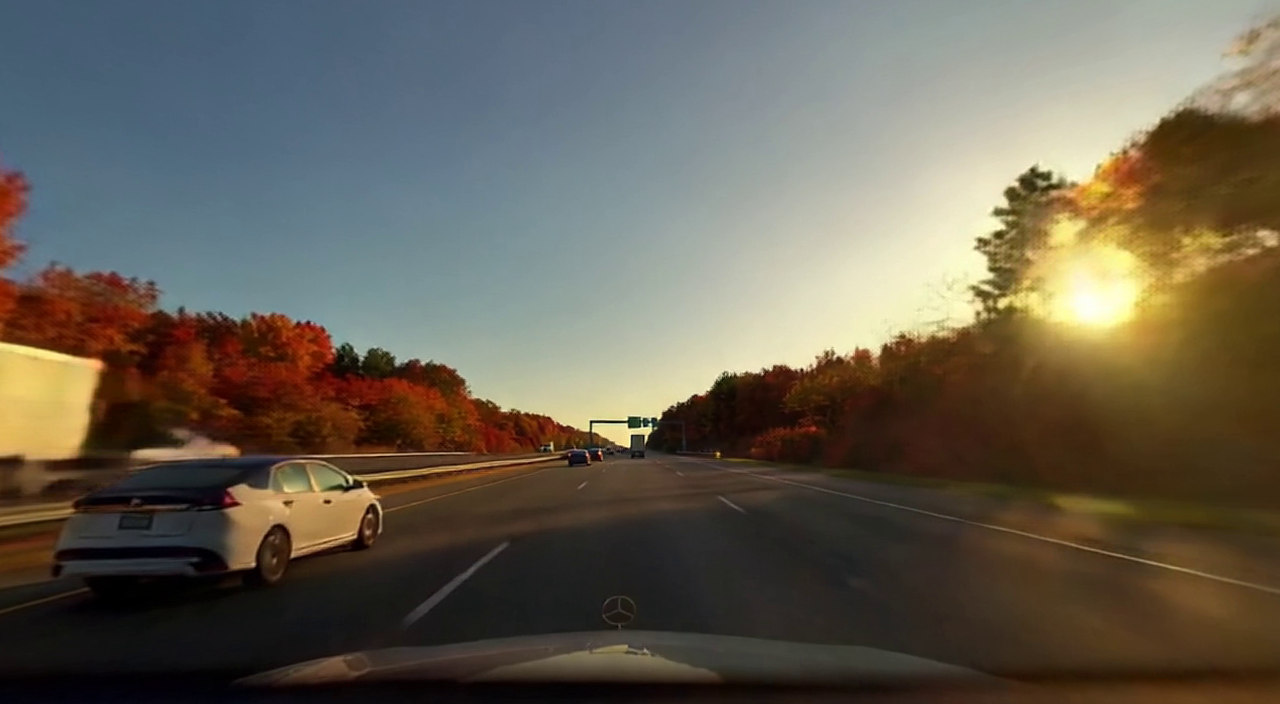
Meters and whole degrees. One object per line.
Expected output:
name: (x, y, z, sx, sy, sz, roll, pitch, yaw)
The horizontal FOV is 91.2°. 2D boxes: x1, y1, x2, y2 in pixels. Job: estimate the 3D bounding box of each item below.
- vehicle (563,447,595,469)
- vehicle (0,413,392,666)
vehicle: (-4.358, 7.632, 45.392, 1.963, 1.475, 3.665, 0, -9, 0)
vehicle: (-4.210, 1.460, 5.904, 2.071, 1.525, 4.058, 0, -9, 0)
